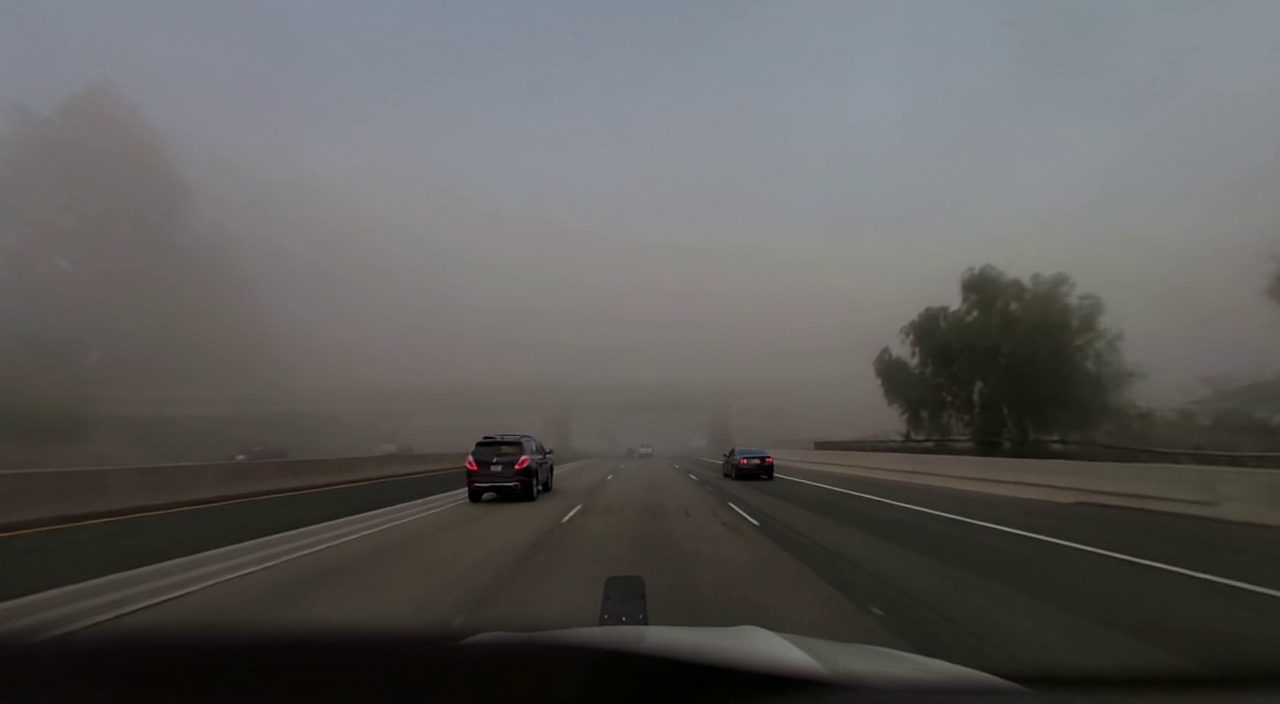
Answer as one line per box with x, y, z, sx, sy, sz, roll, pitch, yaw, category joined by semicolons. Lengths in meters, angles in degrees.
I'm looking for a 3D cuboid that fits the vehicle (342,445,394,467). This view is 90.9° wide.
-21.043;8.060;48.983;1.989;1.568;4.593;0;-8;1;vehicle

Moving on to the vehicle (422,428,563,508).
-3.505;2.876;16.147;2.259;1.706;4.924;0;-8;2;vehicle

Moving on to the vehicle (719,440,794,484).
4.212;4.035;23.475;1.908;1.483;4.259;0;-8;-1;vehicle
